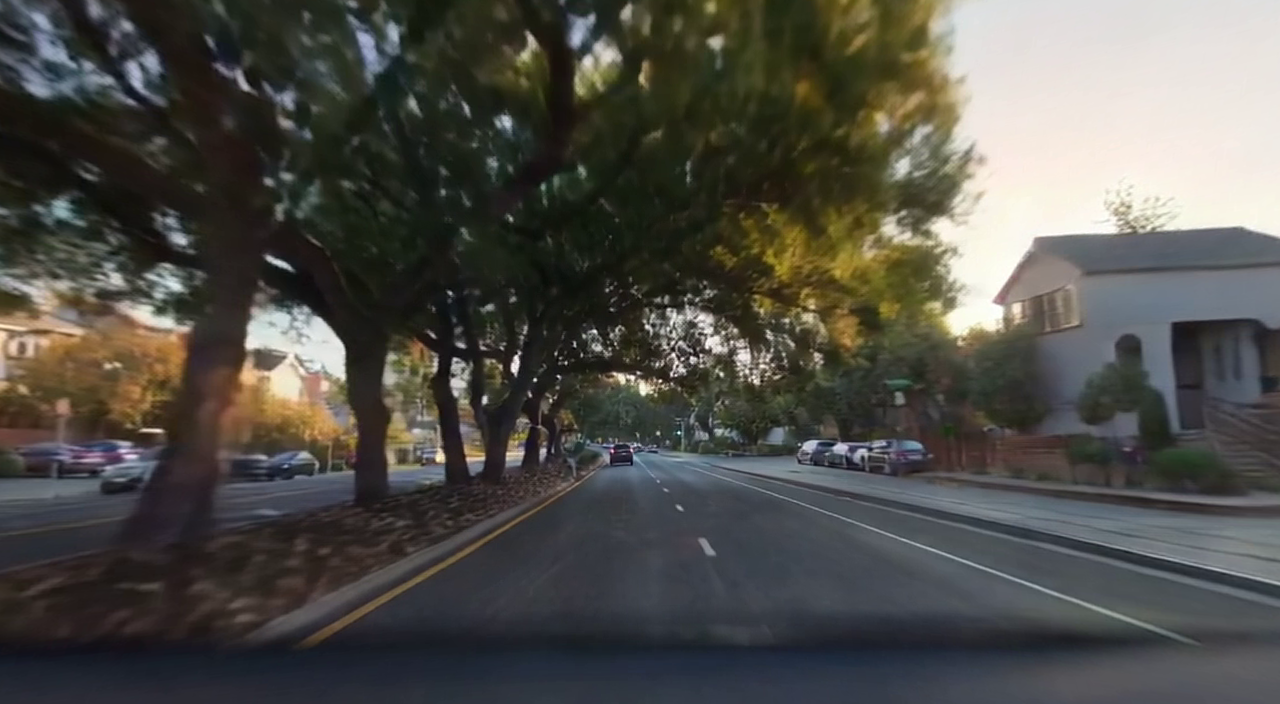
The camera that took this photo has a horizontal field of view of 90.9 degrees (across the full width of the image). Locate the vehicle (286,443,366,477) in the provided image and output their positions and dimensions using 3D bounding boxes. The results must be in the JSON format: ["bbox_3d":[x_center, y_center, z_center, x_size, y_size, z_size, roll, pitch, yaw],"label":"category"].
[{"bbox_3d":[-15.346,5.265,31.061,1.884,1.540,3.927,0,-8,0],"label":"vehicle"}]

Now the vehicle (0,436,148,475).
[{"bbox_3d":[-23.326,4.256,26.081,4.184,1.528,1.990,1,-8,-3],"label":"vehicle"}]

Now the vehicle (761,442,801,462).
[{"bbox_3d":[10.940,7.790,49.119,1.839,1.445,4.484,0,-8,-3],"label":"vehicle"}]

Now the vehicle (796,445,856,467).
[{"bbox_3d":[11.198,6.305,38.324,2.015,1.231,4.748,0,-8,-2],"label":"vehicle"}]

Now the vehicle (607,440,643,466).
[{"bbox_3d":[-0.942,6.223,39.029,2.113,1.462,4.203,0,-8,-2],"label":"vehicle"}]

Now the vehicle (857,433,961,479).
[{"bbox_3d":[11.432,4.440,27.246,2.147,1.767,5.125,0,-8,-1],"label":"vehicle"}]

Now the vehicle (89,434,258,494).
[{"bbox_3d":[-15.145,3.646,20.904,2.042,1.748,4.584,0,-8,0],"label":"vehicle"}]
